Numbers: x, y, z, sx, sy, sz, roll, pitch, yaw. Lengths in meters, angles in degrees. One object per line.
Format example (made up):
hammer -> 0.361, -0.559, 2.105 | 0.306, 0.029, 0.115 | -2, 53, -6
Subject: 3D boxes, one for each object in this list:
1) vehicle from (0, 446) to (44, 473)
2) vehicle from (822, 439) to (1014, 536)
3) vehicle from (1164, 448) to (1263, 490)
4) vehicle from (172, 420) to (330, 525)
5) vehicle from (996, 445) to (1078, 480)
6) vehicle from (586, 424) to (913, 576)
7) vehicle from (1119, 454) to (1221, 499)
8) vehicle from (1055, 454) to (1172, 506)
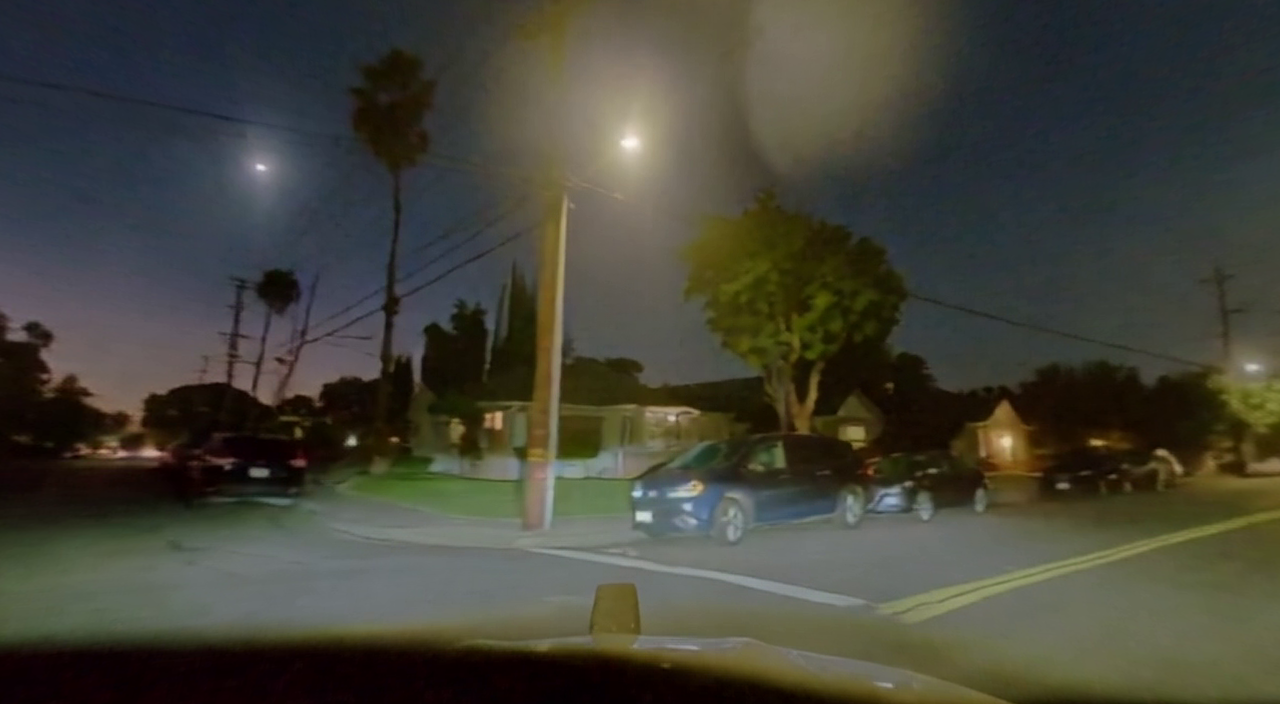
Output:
vehicle -> -42.185, 7.210, 42.493 | 2.370, 1.685, 3.679 | 6, -9, -35
vehicle -> 6.585, 3.010, 14.828 | 4.436, 1.756, 2.150 | 4, -7, -37
vehicle -> 26.555, 5.371, 29.209 | 5.191, 1.746, 1.985 | 6, -12, -33
vehicle -> -9.197, 2.607, 14.630 | 2.505, 1.895, 5.805 | 6, -10, -36
vehicle -> 23.132, 6.350, 36.712 | 5.443, 1.836, 2.232 | 6, -10, -38
vehicle -> 2.183, 2.335, 11.391 | 5.971, 1.967, 2.385 | 4, -9, -39
vehicle -> 21.494, 4.950, 25.538 | 4.761, 1.553, 2.039 | 6, -10, -37
vehicle -> 16.509, 4.352, 21.958 | 4.626, 1.523, 1.897 | 6, -10, -36
